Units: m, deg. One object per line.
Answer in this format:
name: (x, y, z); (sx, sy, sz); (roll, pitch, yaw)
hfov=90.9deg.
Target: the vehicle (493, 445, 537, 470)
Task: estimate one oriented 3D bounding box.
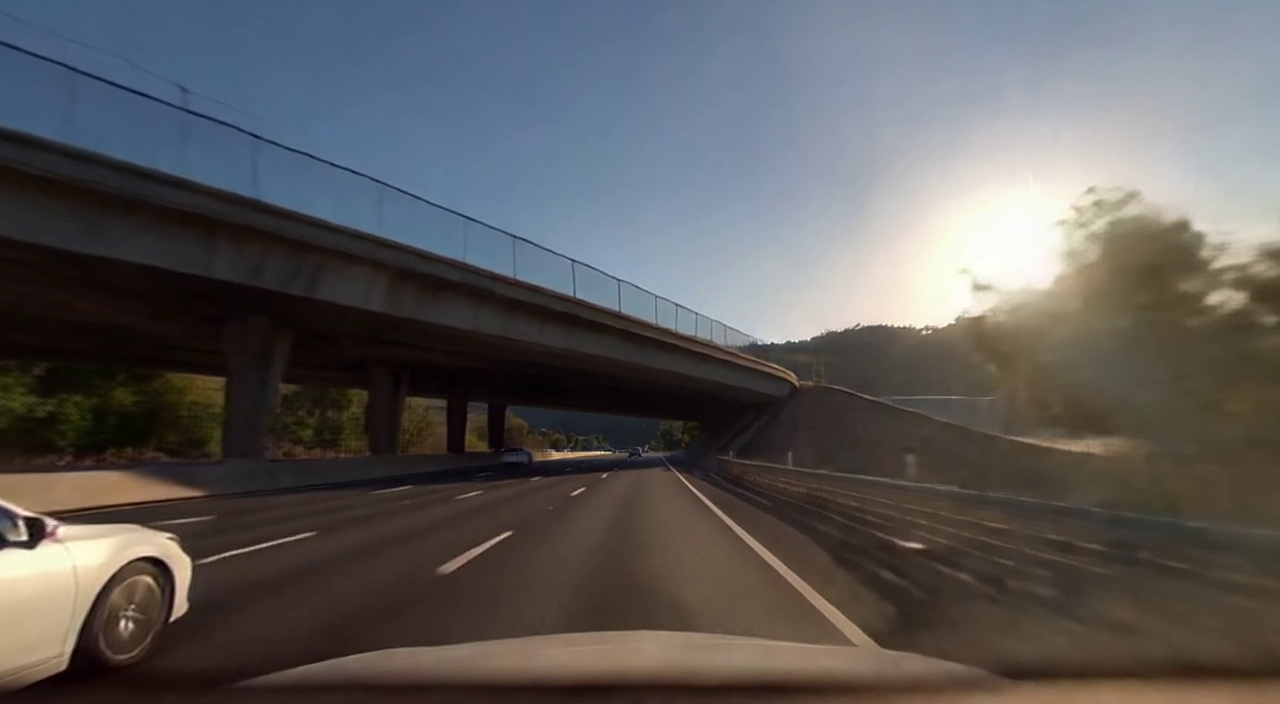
vehicle: (-9.368, 7.914, 47.607); (2.152, 1.753, 4.972); (-1, -9, 2)
